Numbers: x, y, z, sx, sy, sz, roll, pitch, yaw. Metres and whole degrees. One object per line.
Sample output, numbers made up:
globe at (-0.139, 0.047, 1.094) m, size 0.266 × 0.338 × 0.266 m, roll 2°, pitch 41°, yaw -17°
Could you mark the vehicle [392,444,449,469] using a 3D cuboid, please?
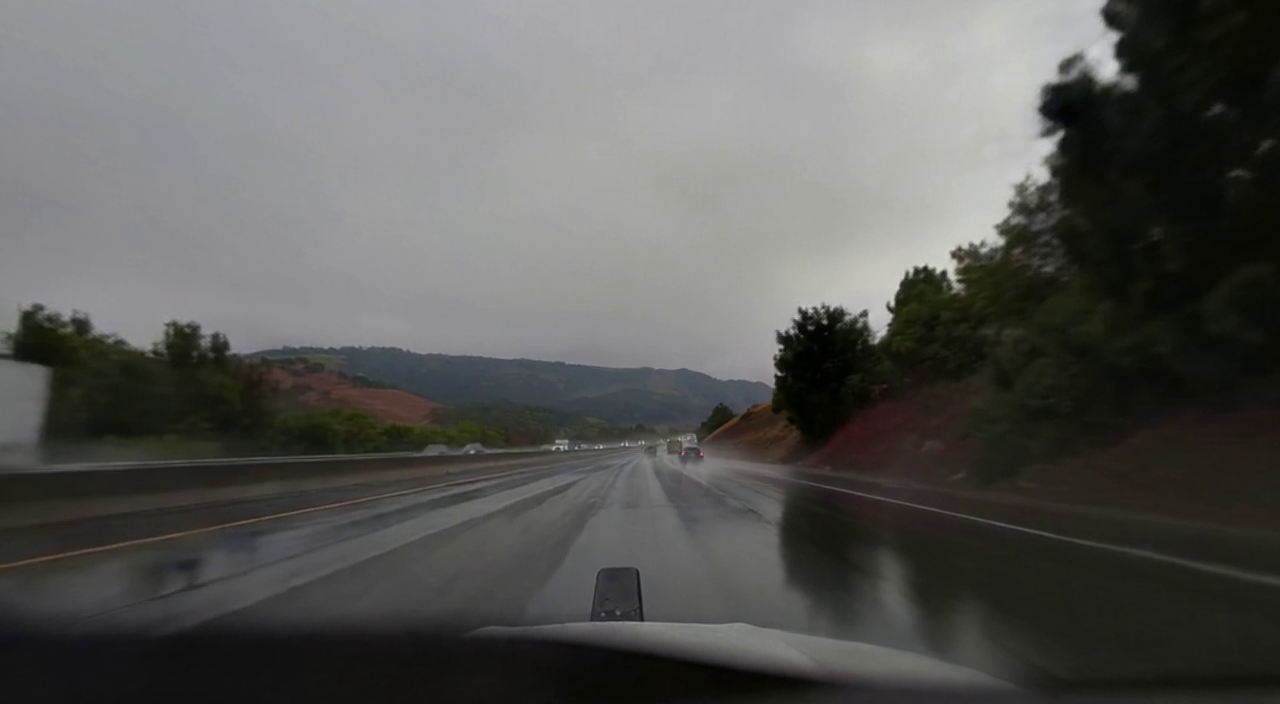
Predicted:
vehicle at (-15.469, 7.364, 44.616) m, size 2.074 × 1.685 × 4.866 m, roll 0°, pitch -9°, yaw 3°
